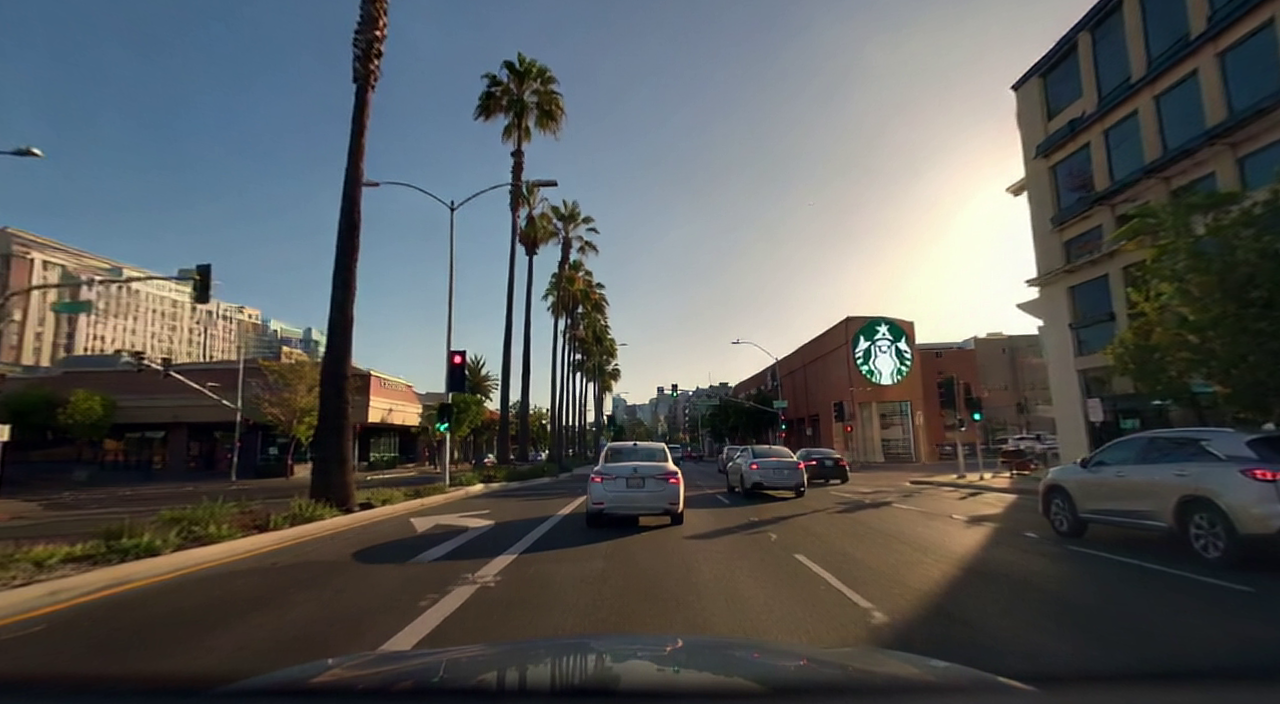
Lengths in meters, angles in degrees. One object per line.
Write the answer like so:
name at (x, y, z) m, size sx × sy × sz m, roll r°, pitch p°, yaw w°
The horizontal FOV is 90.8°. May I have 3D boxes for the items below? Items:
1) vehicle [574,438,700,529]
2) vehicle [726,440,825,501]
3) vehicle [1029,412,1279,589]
vehicle at (-0.091, 2.492, 12.569) m, size 2.110 × 1.487 × 3.873 m, roll 0°, pitch -8°, yaw -1°
vehicle at (3.770, 3.361, 18.366) m, size 1.892 × 1.532 × 4.177 m, roll 0°, pitch -8°, yaw -1°
vehicle at (7.056, 1.658, 7.680) m, size 1.940 × 1.674 × 4.085 m, roll 0°, pitch -8°, yaw -1°
